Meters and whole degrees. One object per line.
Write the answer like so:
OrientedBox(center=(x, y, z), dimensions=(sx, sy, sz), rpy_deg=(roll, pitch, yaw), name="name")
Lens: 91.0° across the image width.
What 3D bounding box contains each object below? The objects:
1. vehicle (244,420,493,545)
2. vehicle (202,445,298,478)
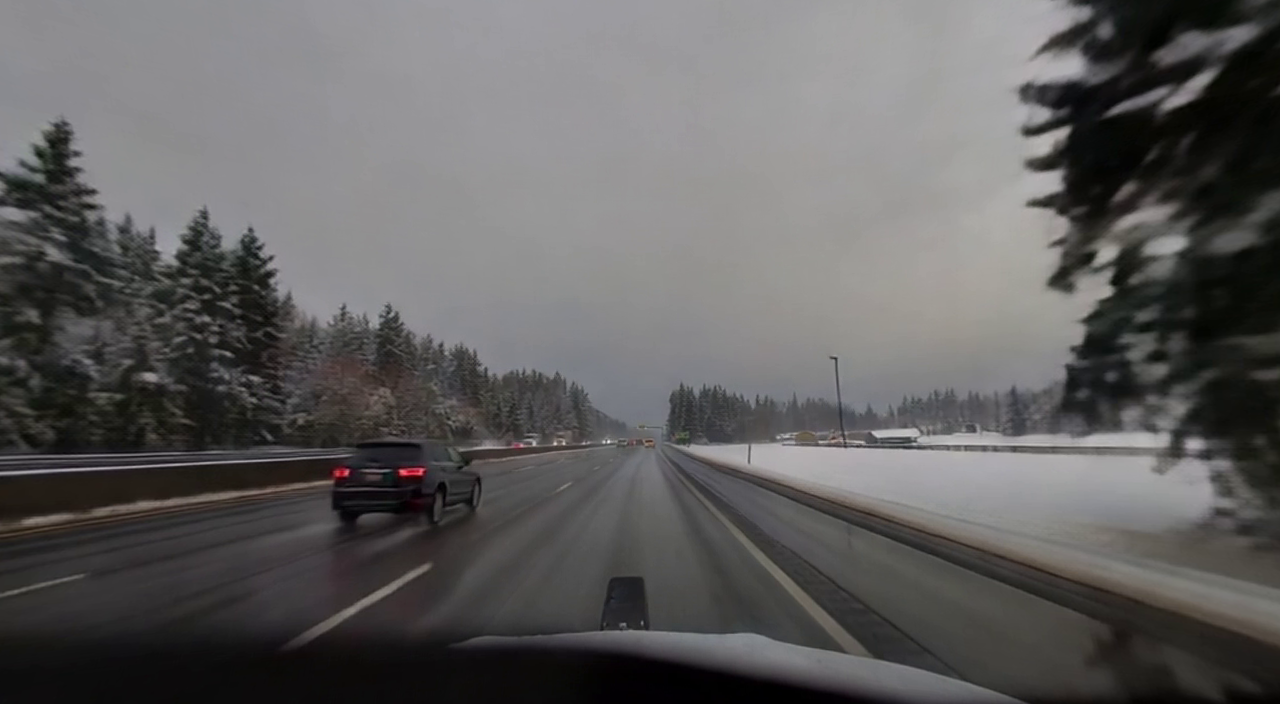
OrientedBox(center=(-4.161, 2.068, 10.687), dimensions=(2.123, 1.643, 4.479), rpy_deg=(0, -8, 1), name="vehicle")
OrientedBox(center=(-19.319, 5.405, 31.414), dimensions=(1.837, 1.512, 4.467), rpy_deg=(0, -8, 1), name="vehicle")
